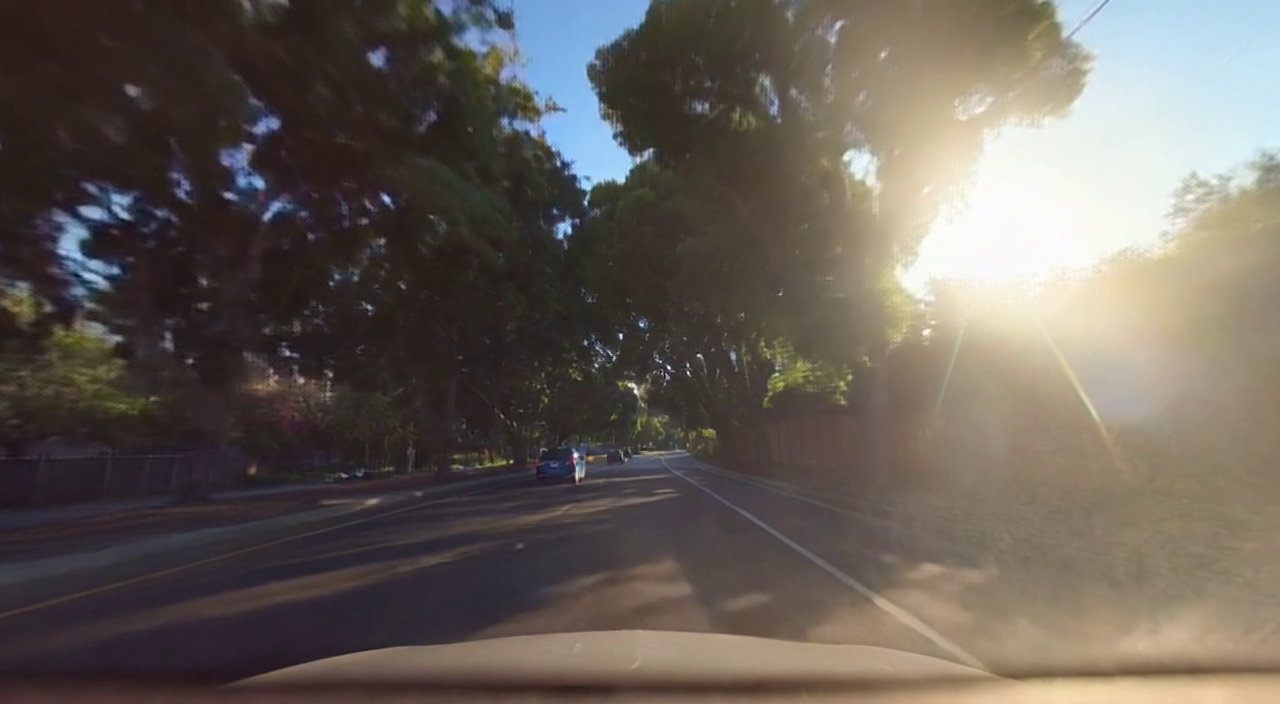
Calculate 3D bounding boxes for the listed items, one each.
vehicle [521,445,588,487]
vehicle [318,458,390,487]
[{"bbox_3d":[-3.161,4.311,24.125,1.870,1.431,4.317,-1,-9,1],"label":"vehicle"},{"bbox_3d":[-16.775,7.053,37.300,1.992,1.483,4.649,-1,-9,1],"label":"vehicle"}]
